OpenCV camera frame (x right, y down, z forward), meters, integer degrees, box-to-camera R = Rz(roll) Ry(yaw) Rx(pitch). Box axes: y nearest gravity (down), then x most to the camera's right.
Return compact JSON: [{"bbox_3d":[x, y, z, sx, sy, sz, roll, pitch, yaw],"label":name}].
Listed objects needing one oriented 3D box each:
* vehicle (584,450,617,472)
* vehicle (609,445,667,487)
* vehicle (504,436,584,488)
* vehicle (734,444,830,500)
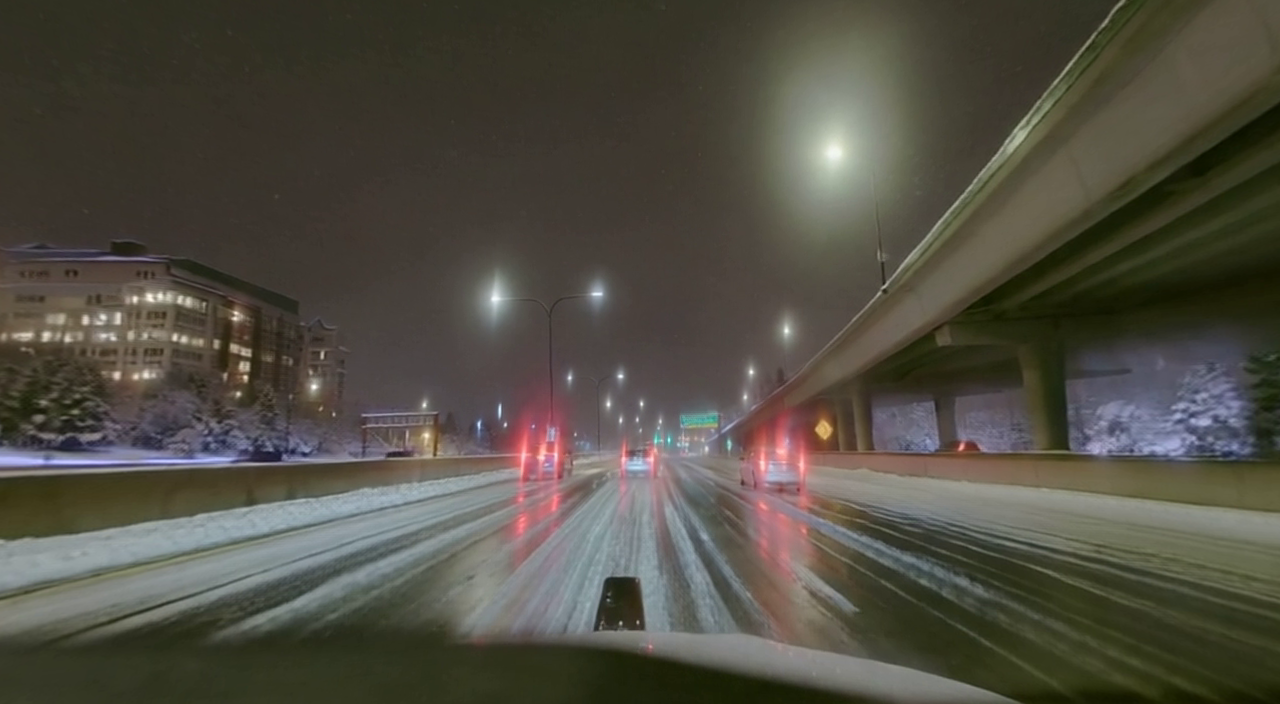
[{"bbox_3d":[-2.790,7.775,44.979,1.868,1.431,4.055,0,-9,3],"label":"vehicle"},{"bbox_3d":[-0.015,4.415,24.713,2.089,1.493,3.964,0,-8,1],"label":"vehicle"},{"bbox_3d":[-3.640,4.269,24.828,2.142,1.819,4.648,0,-9,3],"label":"vehicle"},{"bbox_3d":[4.164,3.582,19.193,1.974,1.490,3.994,0,-9,0],"label":"vehicle"}]
